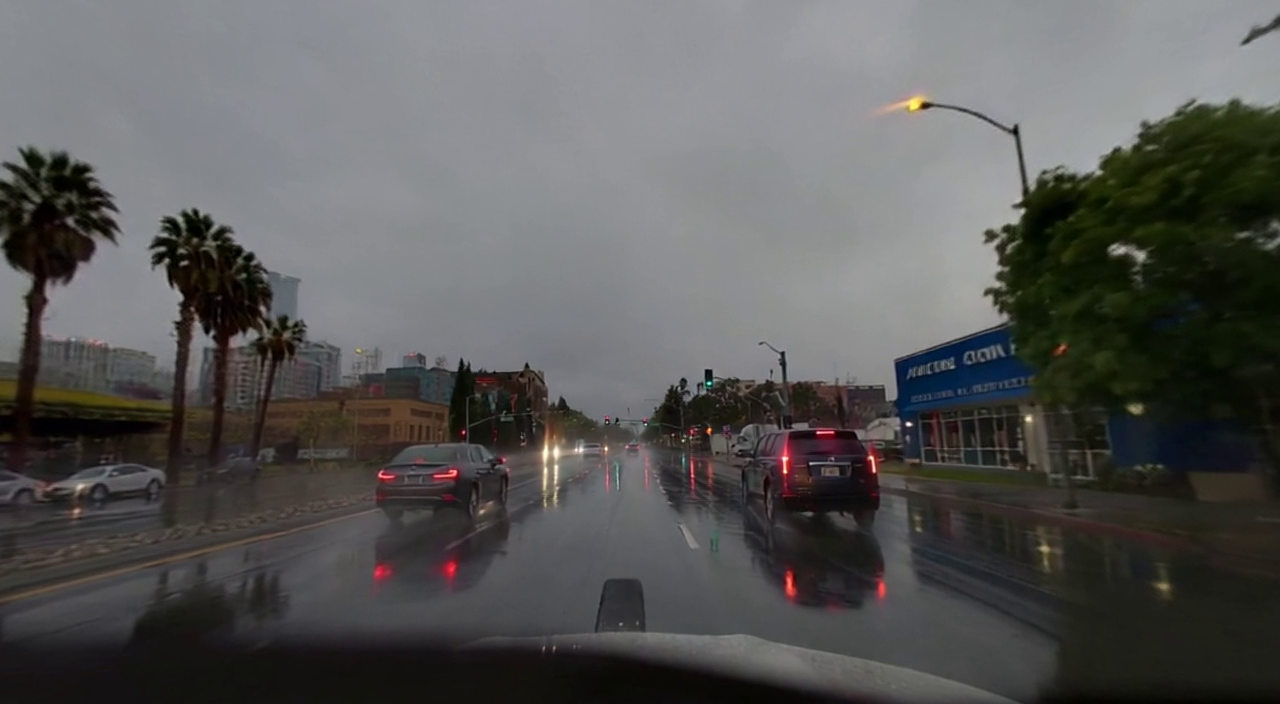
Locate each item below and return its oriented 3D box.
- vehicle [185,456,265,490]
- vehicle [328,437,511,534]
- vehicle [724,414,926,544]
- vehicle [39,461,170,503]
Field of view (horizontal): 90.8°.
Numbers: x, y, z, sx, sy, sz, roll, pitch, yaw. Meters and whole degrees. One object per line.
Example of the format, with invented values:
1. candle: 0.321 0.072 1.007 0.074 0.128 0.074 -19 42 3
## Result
1. vehicle: -23.469 6.831 35.914 1.868 1.602 4.102 -3 -8 -2
2. vehicle: -3.883 2.403 11.985 2.034 1.498 3.995 0 -9 0
3. vehicle: 2.770 2.025 10.653 1.982 1.711 4.276 0 -9 -2
4. vehicle: -23.267 5.635 27.705 1.926 1.483 4.349 -2 -8 0
